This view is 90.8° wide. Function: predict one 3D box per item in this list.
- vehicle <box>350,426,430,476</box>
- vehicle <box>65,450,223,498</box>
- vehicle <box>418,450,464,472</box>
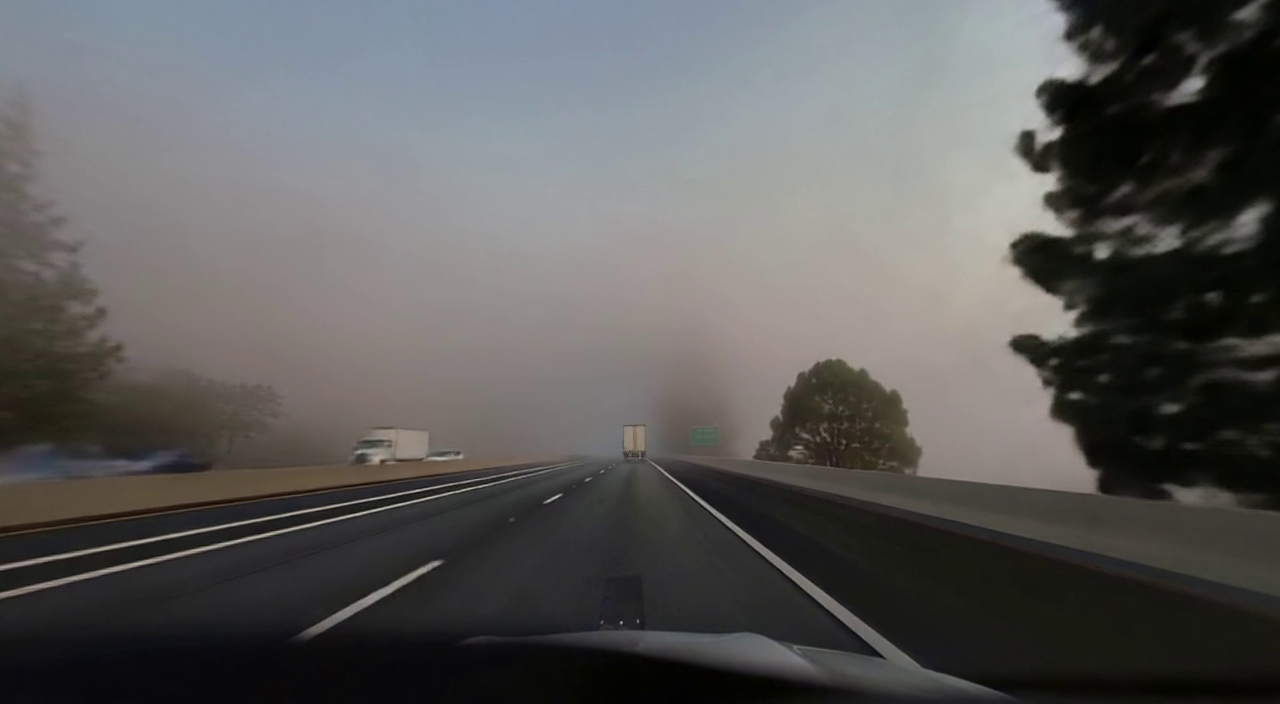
[{"bbox_3d":[-17.830,7.157,45.632,2.698,3.285,7.761,0,-9,-1],"label":"vehicle"},{"bbox_3d":[-17.998,4.427,23.296,1.950,1.586,4.785,0,-9,0],"label":"vehicle"},{"bbox_3d":[-13.717,7.539,43.755,1.893,1.486,4.135,0,-9,0],"label":"vehicle"}]
